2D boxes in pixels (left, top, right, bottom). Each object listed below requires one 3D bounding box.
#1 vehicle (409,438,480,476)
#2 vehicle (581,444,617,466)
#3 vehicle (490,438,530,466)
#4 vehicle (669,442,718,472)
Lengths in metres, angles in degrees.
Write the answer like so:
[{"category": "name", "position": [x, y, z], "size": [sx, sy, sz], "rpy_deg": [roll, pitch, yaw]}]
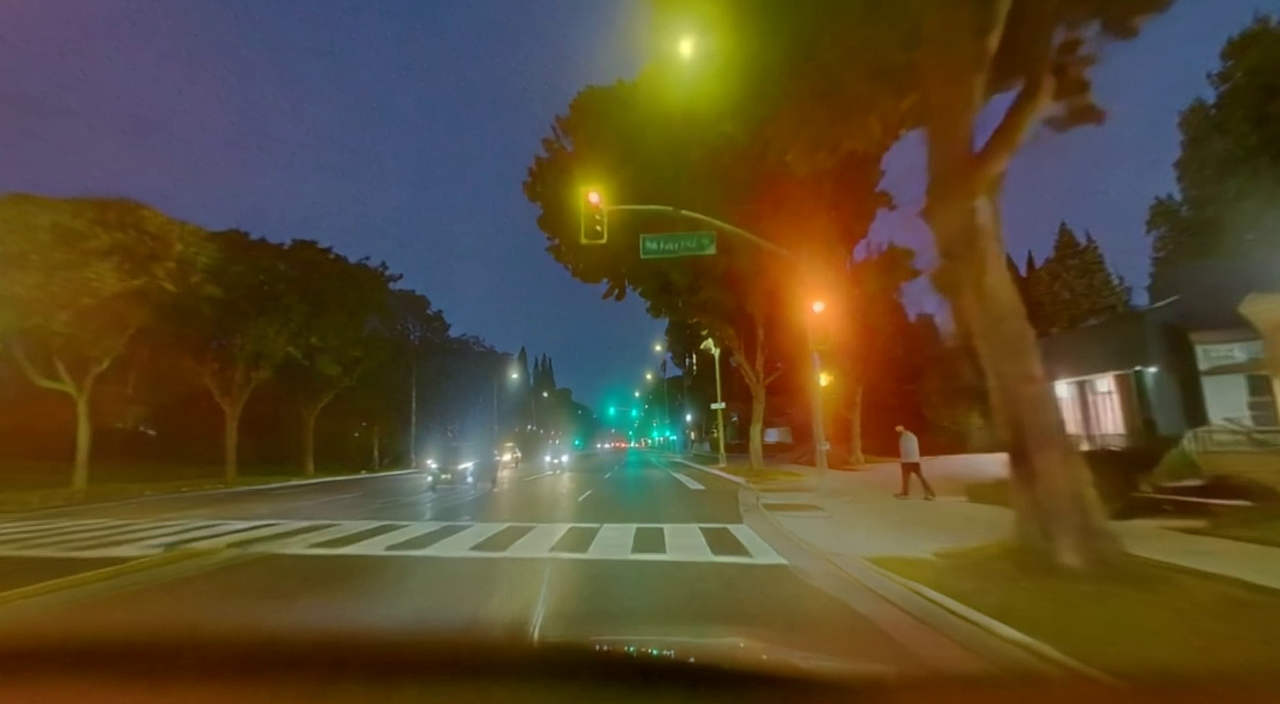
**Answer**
[{"category": "vehicle", "position": [-10.155, 5.465, 33.269], "size": [2.116, 1.817, 4.964], "rpy_deg": [0, -8, 1]}, {"category": "vehicle", "position": [-2.885, 7.349, 45.296], "size": [2.122, 1.469, 4.388], "rpy_deg": [0, -8, 2]}, {"category": "vehicle", "position": [-10.104, 7.808, 49.506], "size": [2.088, 2.031, 4.616], "rpy_deg": [0, -8, 1]}, {"category": "vehicle", "position": [2.772, 5.588, 33.829], "size": [2.034, 1.491, 4.618], "rpy_deg": [0, -8, -3]}]
